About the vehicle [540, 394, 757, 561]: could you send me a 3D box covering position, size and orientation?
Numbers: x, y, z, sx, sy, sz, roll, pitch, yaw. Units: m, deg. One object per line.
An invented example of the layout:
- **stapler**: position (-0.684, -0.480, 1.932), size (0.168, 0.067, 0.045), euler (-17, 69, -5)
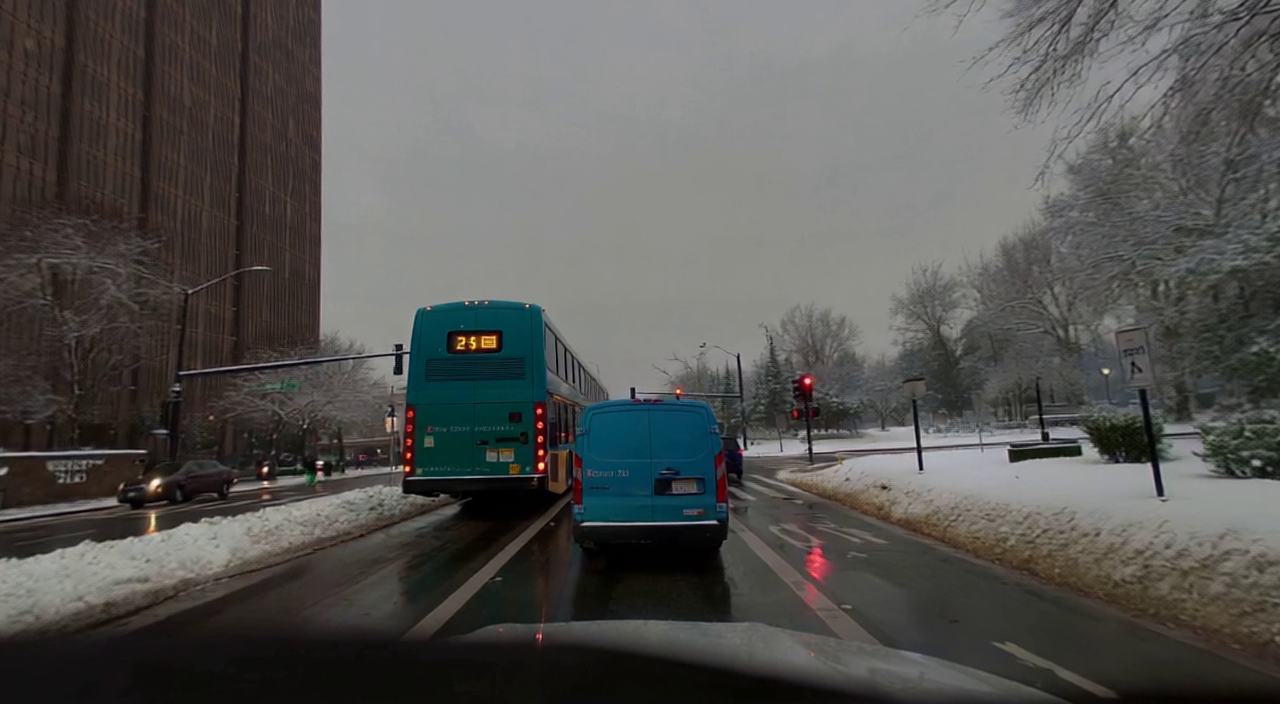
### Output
- **vehicle**: position (0.123, 1.777, 9.519), size (2.500, 1.912, 4.270), euler (0, -9, 1)

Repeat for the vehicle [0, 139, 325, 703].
- **vehicle**: position (-2.758, 0.327, 0.220), size (2.329, 2.089, 5.659), euler (0, -9, 0)

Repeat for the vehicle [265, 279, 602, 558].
- **vehicle**: position (-2.917, 1.795, 14.594), size (3.042, 3.445, 13.615), euler (0, -9, 1)
